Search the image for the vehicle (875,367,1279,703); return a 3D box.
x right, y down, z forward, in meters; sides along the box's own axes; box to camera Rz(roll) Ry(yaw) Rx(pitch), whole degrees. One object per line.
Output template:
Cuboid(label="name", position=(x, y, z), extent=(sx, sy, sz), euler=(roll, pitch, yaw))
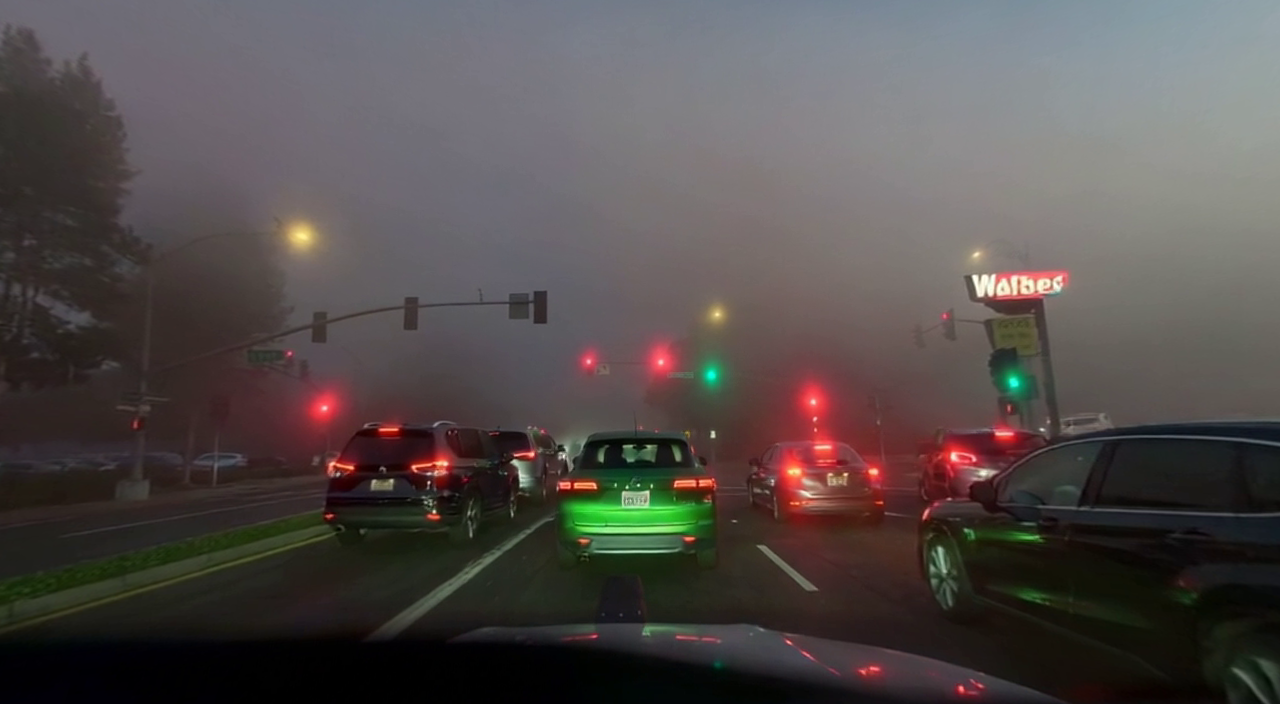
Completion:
Cuboid(label="vehicle", position=(2.966, 0.982, 3.154), extent=(1.922, 1.508, 4.330), euler=(0, -9, 0))

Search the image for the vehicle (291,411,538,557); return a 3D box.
Cuboid(label="vehicle", position=(-3.048, 1.908, 9.794), extent=(2.180, 1.708, 4.397), euler=(0, -9, 0))

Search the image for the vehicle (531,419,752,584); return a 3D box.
Cuboid(label="vehicle", position=(-0.008, 1.689, 7.869), extent=(2.071, 1.525, 3.723), euler=(0, -9, -1))

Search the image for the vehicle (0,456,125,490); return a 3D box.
Cuboid(label="vehicle", position=(-27.259, 5.673, 29.840), extent=(4.107, 1.427, 1.883), euler=(3, -9, -23))

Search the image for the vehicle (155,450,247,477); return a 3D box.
Cuboid(label="vehicle", position=(-27.208, 6.918, 39.348), extent=(4.362, 1.518, 1.894), euler=(4, -10, -26))

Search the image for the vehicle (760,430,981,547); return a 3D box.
Cuboid(label="vehicle", position=(3.295, 2.026, 10.062), extent=(1.879, 1.442, 4.170), euler=(0, -9, -1))
